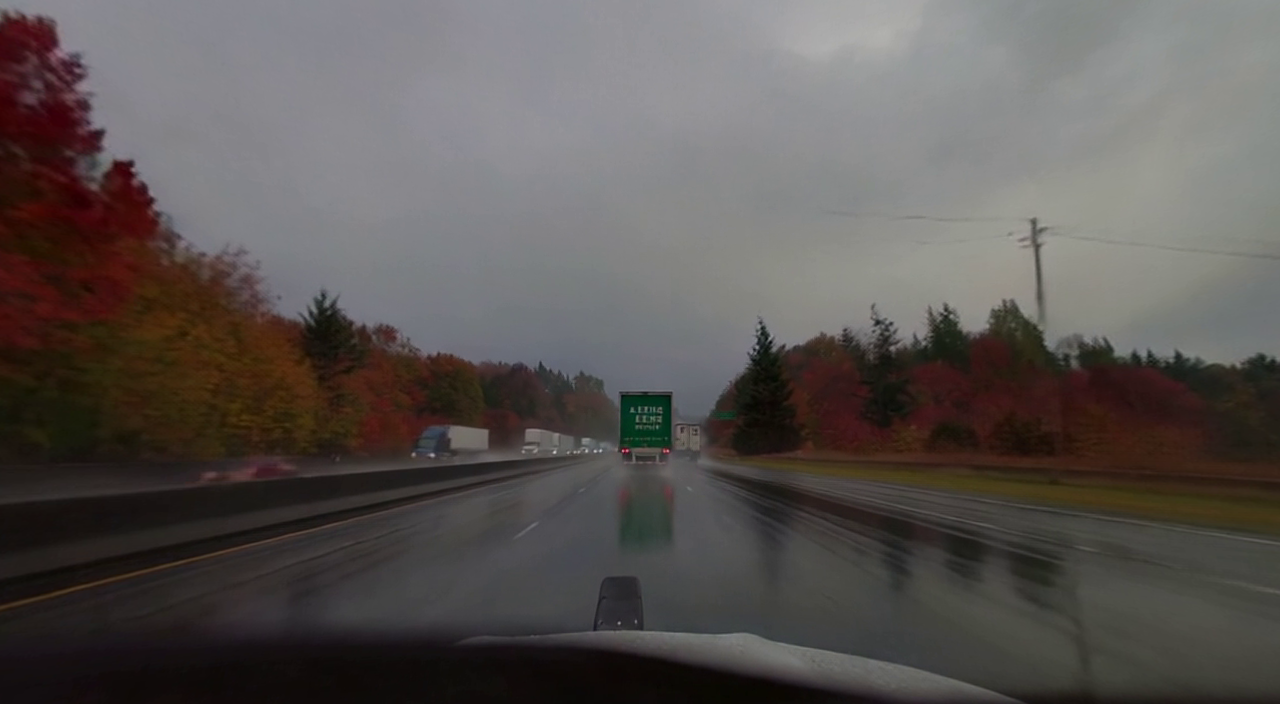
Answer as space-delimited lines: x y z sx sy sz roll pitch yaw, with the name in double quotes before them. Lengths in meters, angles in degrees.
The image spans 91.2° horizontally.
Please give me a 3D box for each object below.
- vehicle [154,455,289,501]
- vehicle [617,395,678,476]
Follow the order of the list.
"vehicle" -15.934 4.797 24.242 1.948 1.509 4.648 0 -9 1
"vehicle" 0.385 5.009 37.034 3.057 4.073 10.792 0 -9 0
